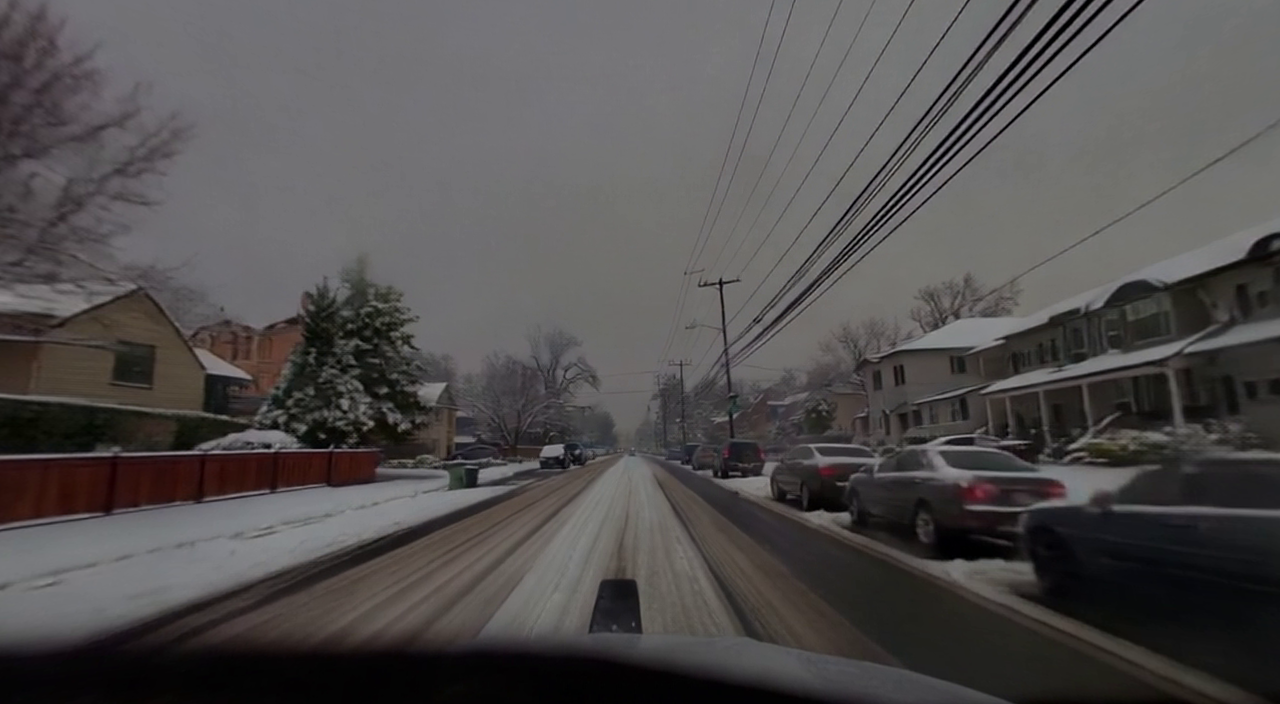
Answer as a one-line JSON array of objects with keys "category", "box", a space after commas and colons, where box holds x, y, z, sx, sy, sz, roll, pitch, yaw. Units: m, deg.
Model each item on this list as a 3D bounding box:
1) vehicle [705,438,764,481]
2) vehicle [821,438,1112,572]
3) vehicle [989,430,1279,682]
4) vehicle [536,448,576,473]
[{"category": "vehicle", "box": [4.479, 5.165, 30.653, 2.086, 1.885, 4.323, 0, -8, -1]}, {"category": "vehicle", "box": [4.584, 2.174, 9.975, 1.835, 1.554, 4.870, 0, -8, -2]}, {"category": "vehicle", "box": [4.699, 1.317, 4.510, 1.859, 1.469, 4.550, 0, -8, 1]}, {"category": "vehicle", "box": [-5.501, 7.165, 41.792, 2.031, 1.468, 4.165, -2, -9, 0]}]
